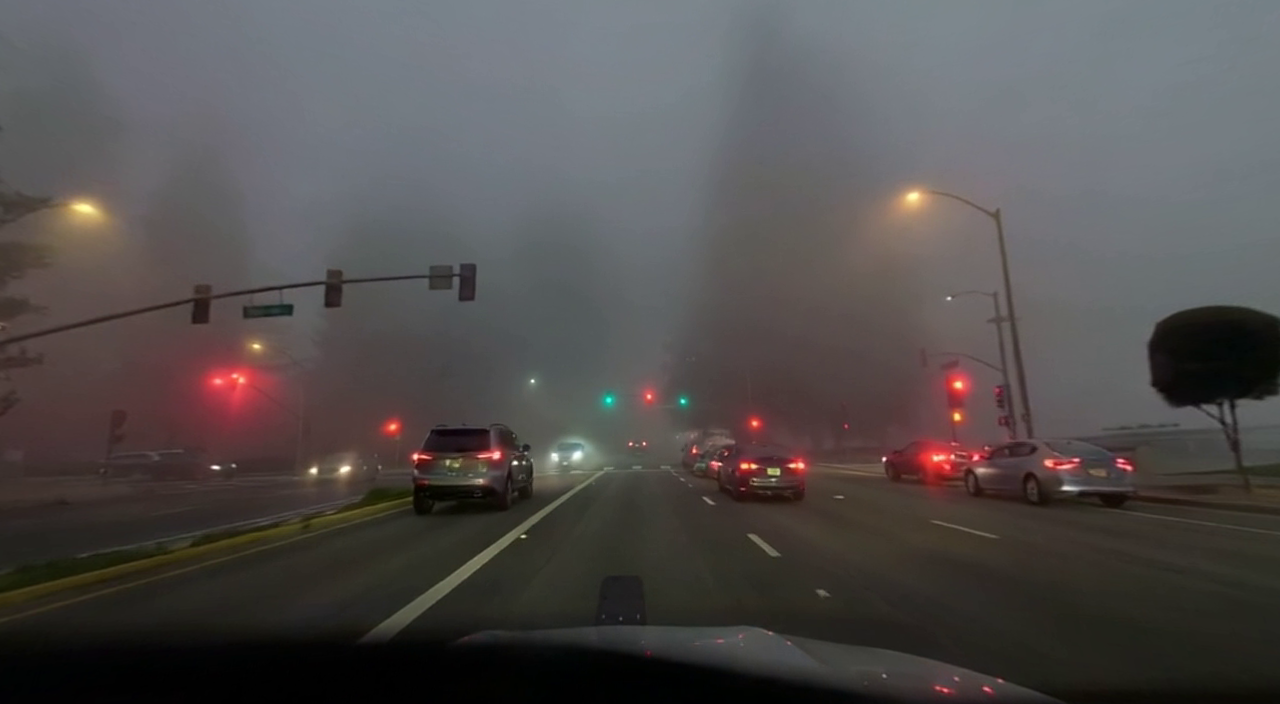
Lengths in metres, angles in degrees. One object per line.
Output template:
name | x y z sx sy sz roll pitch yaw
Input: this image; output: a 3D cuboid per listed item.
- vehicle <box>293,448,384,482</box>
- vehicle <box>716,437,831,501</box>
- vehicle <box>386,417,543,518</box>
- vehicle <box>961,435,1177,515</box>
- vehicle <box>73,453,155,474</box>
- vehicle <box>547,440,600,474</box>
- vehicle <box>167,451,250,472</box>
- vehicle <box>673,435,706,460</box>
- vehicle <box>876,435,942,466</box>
vehicle | -14.396 5.380 30.475 1.919 1.475 4.467 -1 -8 4
vehicle | 3.450 3.120 17.305 2.054 1.473 4.511 0 -8 -2
vehicle | -3.498 2.393 13.517 2.155 1.797 3.989 -1 -8 1
vehicle | 9.177 2.643 14.065 1.884 1.478 4.164 0 -8 0
vehicle | -39.206 8.308 47.164 4.409 1.447 1.821 0 -8 -1
vehicle | -3.009 4.889 29.636 2.032 1.442 4.336 0 -8 0
vehicle | -32.060 8.155 47.012 4.768 1.481 1.949 -1 -8 1
vehicle | 3.646 7.151 47.354 2.090 1.737 4.299 0 -8 -1
vehicle | 15.246 5.519 35.675 2.173 1.614 4.335 -7 -11 39
